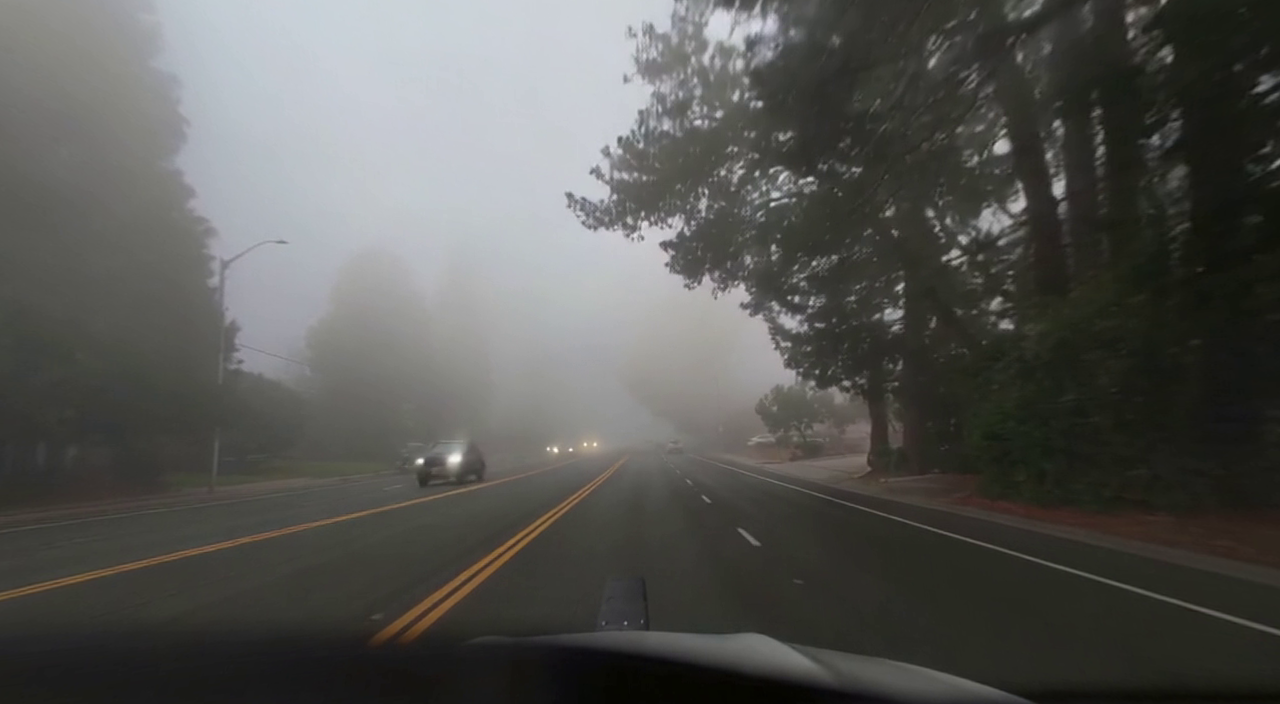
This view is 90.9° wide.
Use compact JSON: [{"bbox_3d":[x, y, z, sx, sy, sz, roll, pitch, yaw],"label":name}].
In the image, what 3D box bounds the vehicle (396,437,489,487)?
[{"bbox_3d":[-7.047,3.971,23.043,1.943,1.623,4.190,0,-8,1],"label":"vehicle"}]
